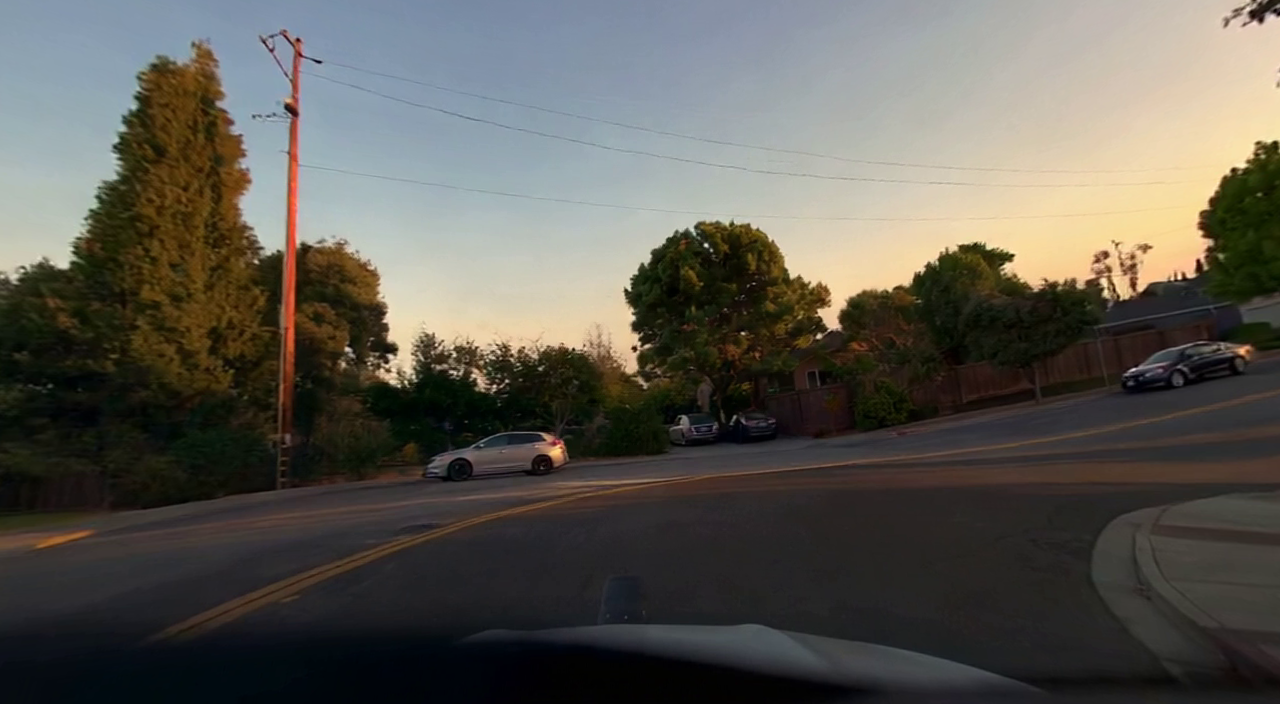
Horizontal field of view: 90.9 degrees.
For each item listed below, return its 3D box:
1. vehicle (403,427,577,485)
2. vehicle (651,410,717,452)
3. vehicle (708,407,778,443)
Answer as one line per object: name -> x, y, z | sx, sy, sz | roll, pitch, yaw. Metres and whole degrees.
vehicle -> -4.461, 3.099, 18.957 | 4.696, 1.534, 1.912 | 5, -10, -28
vehicle -> 2.267, 4.199, 34.299 | 2.413, 1.838, 4.977 | 0, -3, -10
vehicle -> 5.449, 4.057, 34.235 | 2.216, 1.728, 5.118 | 1, -9, -9
